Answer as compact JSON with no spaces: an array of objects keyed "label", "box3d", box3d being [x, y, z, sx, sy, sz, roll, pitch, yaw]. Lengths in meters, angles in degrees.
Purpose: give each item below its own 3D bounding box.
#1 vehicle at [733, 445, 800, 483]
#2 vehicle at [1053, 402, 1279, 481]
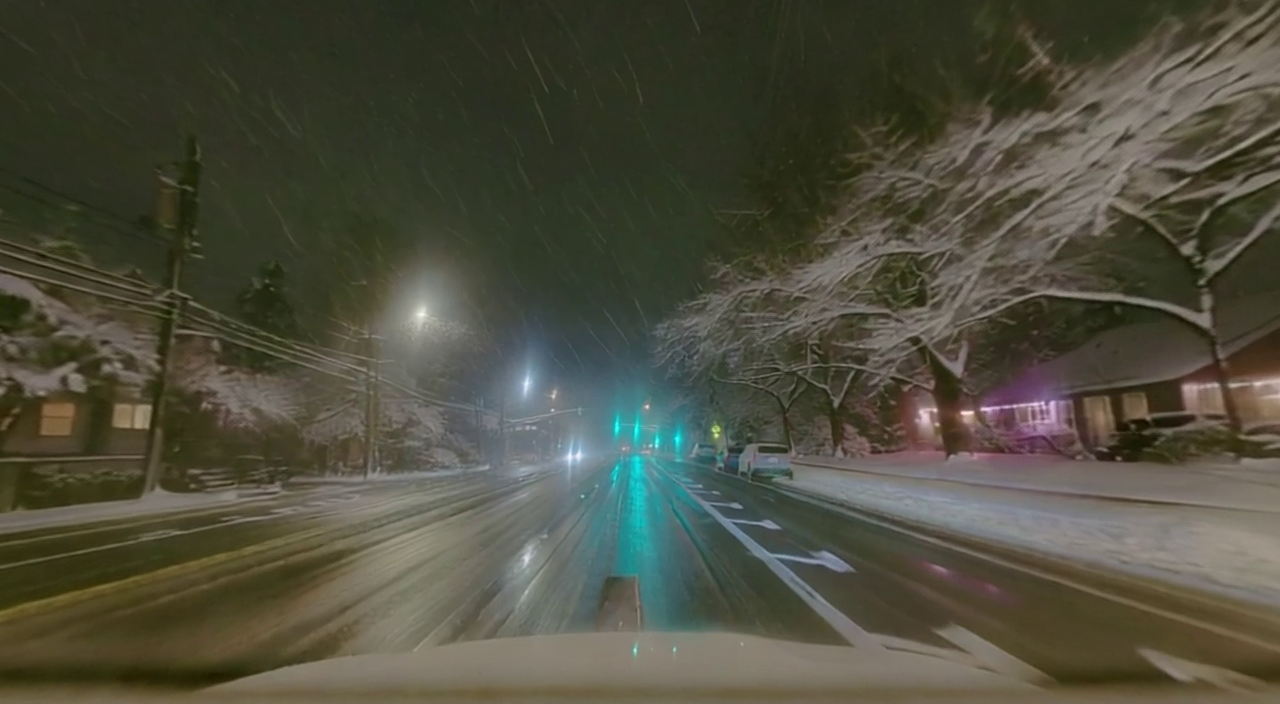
[{"label":"vehicle","box3d":[5.313,4.764,27.153,1.984,1.418,4.709,2,-9,1]},{"label":"vehicle","box3d":[15.245,2.572,18.115,5.136,1.795,2.244,-3,-9,-3]}]
